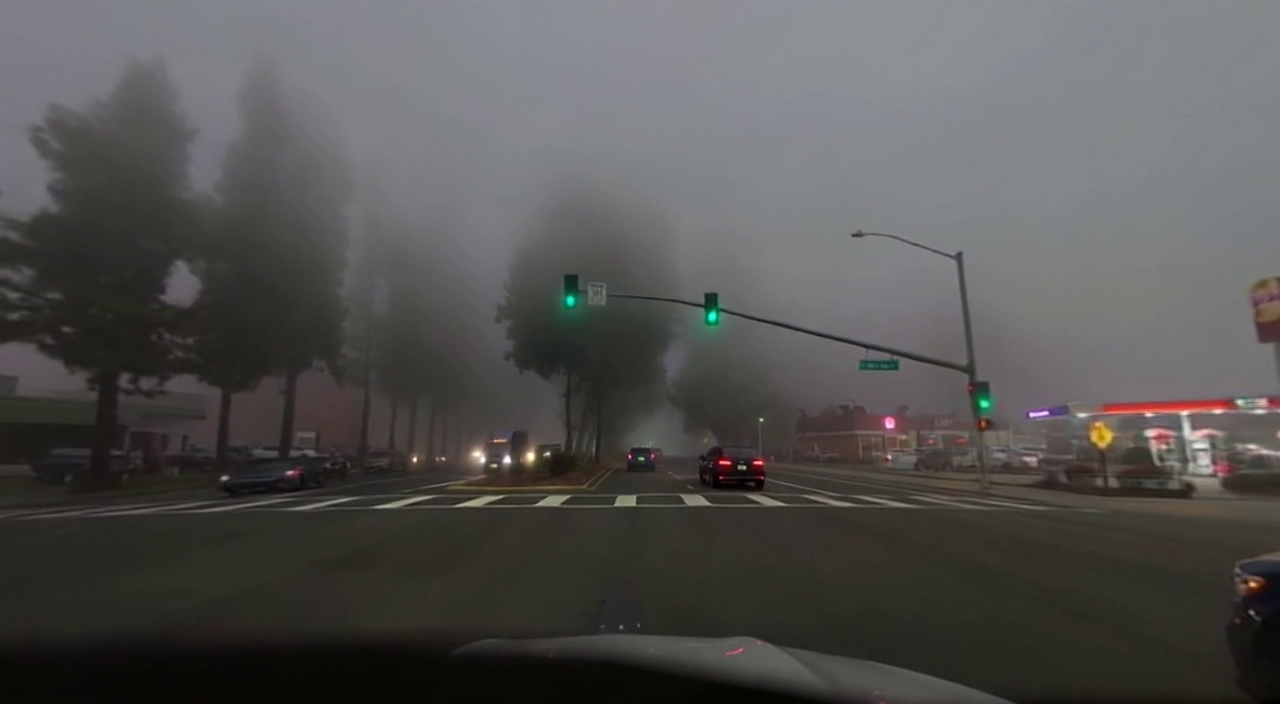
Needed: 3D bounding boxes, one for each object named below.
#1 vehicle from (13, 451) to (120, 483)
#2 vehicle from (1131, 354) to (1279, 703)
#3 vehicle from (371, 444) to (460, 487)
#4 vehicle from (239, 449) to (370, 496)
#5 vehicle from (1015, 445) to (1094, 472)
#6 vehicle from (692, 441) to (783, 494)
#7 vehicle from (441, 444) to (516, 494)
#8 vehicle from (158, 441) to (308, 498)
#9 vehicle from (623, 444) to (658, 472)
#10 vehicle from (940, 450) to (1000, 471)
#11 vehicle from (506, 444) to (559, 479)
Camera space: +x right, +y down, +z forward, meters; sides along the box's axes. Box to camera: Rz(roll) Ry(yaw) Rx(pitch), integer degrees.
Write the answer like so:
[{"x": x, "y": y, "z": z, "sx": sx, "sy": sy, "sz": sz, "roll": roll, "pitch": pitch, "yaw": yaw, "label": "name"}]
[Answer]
[{"x": -28.156, "y": 5.641, "z": 31.090, "sx": 3.640, "sy": 1.462, "sz": 1.660, "roll": 0, "pitch": -9, "yaw": 2, "label": "vehicle"}, {"x": 3.624, "y": 0.578, "z": 0.689, "sx": 2.117, "sy": 1.689, "sz": 5.113, "roll": 0, "pitch": -9, "yaw": 1, "label": "vehicle"}, {"x": -8.945, "y": 4.543, "z": 25.671, "sx": 2.165, "sy": 1.557, "sz": 4.515, "roll": 0, "pitch": -9, "yaw": -3, "label": "vehicle"}, {"x": -12.425, "y": 4.456, "z": 23.883, "sx": 2.186, "sy": 1.532, "sz": 5.087, "roll": 0, "pitch": -9, "yaw": 0, "label": "vehicle"}, {"x": 29.150, "y": 7.479, "z": 44.630, "sx": 2.077, "sy": 1.765, "sz": 4.643, "roll": 1, "pitch": -9, "yaw": -7, "label": "vehicle"}, {"x": 2.964, "y": 3.639, "z": 20.283, "sx": 2.061, "sy": 1.487, "sz": 4.462, "roll": 0, "pitch": -9, "yaw": -2, "label": "vehicle"}, {"x": -5.443, "y": 3.949, "z": 21.821, "sx": 1.972, "sy": 1.466, "sz": 4.493, "roll": 2, "pitch": -8, "yaw": -8, "label": "vehicle"}, {"x": -15.655, "y": 4.520, "z": 24.861, "sx": 2.191, "sy": 1.926, "sz": 5.787, "roll": 0, "pitch": -9, "yaw": -2, "label": "vehicle"}, {"x": -0.041, "y": 6.417, "z": 38.500, "sx": 2.029, "sy": 1.605, "sz": 3.827, "roll": 0, "pitch": -9, "yaw": -2, "label": "vehicle"}, {"x": 24.306, "y": 7.991, "z": 46.765, "sx": 1.894, "sy": 1.485, "sz": 4.606, "roll": 0, "pitch": -9, "yaw": -1, "label": "vehicle"}, {"x": -5.145, "y": 5.282, "z": 30.815, "sx": 1.953, "sy": 1.526, "sz": 4.349, "roll": 0, "pitch": -8, "yaw": -1, "label": "vehicle"}]
